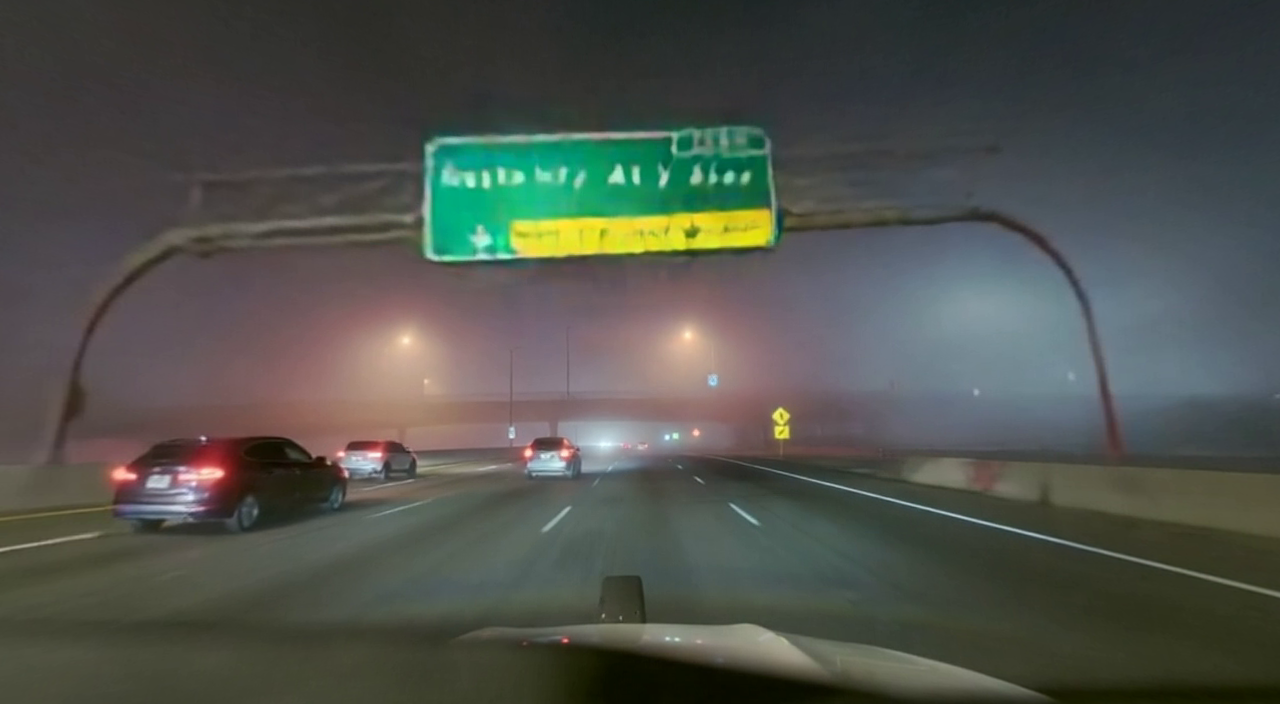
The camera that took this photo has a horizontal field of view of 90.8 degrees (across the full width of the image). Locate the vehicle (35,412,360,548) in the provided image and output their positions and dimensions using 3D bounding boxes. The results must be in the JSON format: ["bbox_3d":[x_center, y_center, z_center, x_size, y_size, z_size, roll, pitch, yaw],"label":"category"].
[{"bbox_3d":[-6.892,2.031,10.755,2.015,1.762,4.790,0,-8,0],"label":"vehicle"}]

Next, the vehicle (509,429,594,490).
[{"bbox_3d":[-2.681,3.381,20.202,2.027,1.697,4.307,0,-8,1],"label":"vehicle"}]

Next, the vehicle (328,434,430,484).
[{"bbox_3d":[-10.143,4.180,25.054,1.969,1.759,4.758,0,-8,1],"label":"vehicle"}]
